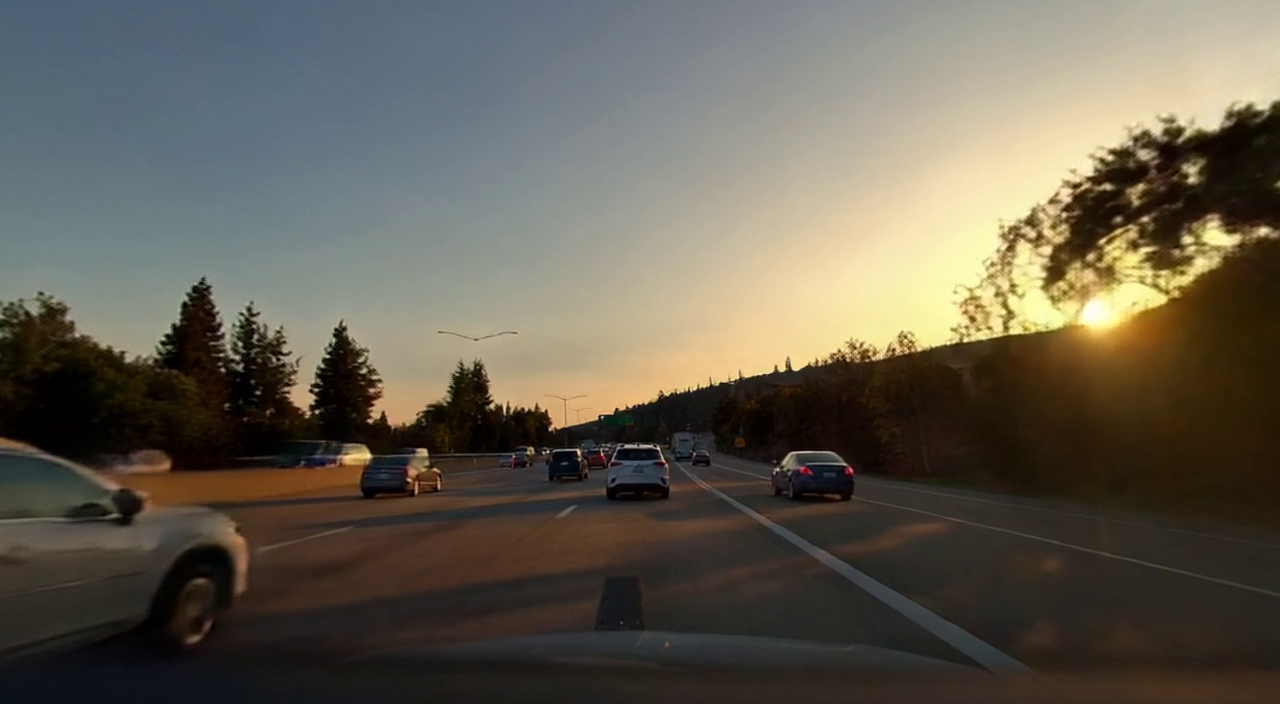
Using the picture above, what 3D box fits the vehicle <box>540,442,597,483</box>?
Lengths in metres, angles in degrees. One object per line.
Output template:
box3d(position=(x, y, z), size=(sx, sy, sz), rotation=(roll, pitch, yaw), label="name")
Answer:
box3d(position=(-3.354, 5.274, 30.341), size=(2.142, 1.808, 4.266), rotation=(0, -9, 1), label="vehicle")

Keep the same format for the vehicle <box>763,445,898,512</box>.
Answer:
box3d(position=(4.687, 3.157, 16.325), size=(2.006, 1.474, 4.669), rotation=(0, -9, -1), label="vehicle")

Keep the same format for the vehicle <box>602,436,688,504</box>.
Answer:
box3d(position=(0.160, 3.371, 18.432), size=(2.223, 1.722, 4.177), rotation=(0, -9, 1), label="vehicle")

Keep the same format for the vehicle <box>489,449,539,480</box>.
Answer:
box3d(position=(-7.071, 6.358, 35.836), size=(1.931, 1.617, 4.060), rotation=(0, -9, 1), label="vehicle")

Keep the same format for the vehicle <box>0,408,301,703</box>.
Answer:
box3d(position=(-3.570, 0.972, 2.455), size=(2.011, 1.498, 4.341), rotation=(0, -9, 1), label="vehicle")

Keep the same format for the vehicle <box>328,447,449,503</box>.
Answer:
box3d(position=(-7.684, 3.768, 19.778), size=(1.927, 1.514, 4.474), rotation=(0, -9, 1), label="vehicle")

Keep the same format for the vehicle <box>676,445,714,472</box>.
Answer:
box3d(position=(3.905, 7.635, 45.463), size=(2.175, 1.830, 5.173), rotation=(0, -9, -1), label="vehicle")
